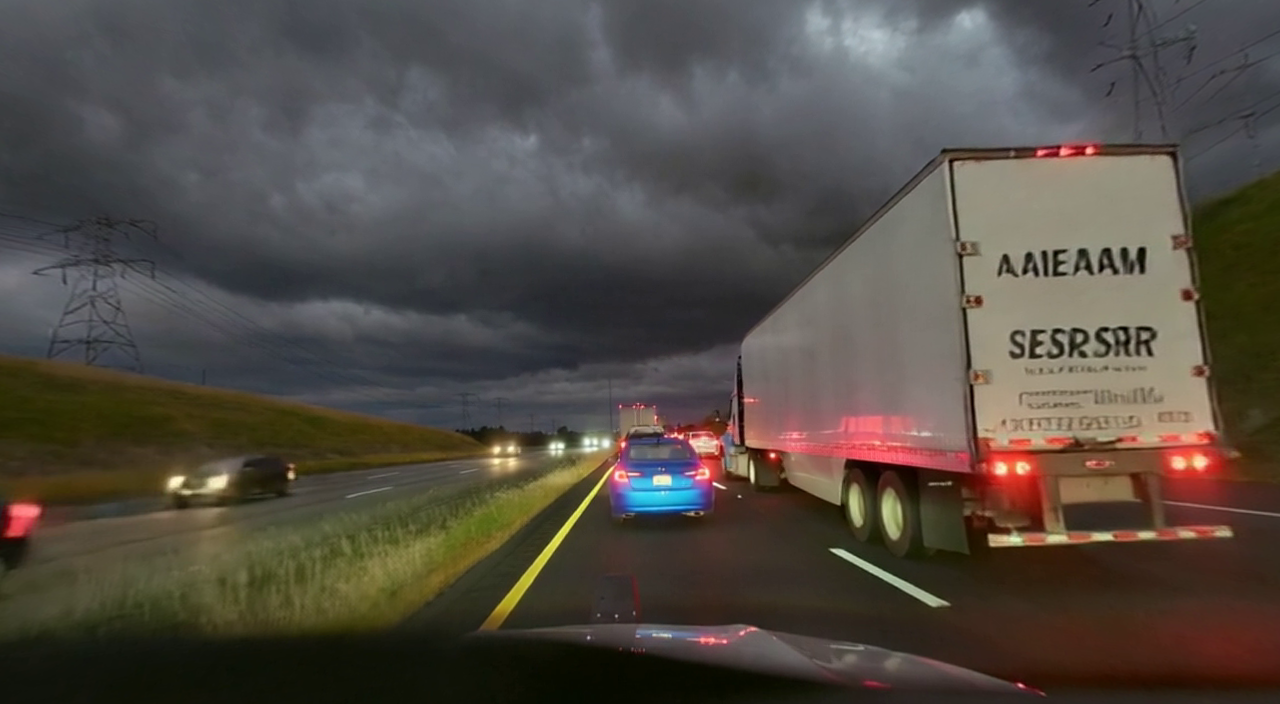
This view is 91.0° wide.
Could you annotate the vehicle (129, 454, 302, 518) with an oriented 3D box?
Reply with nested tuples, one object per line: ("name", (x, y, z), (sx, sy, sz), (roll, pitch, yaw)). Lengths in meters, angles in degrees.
("vehicle", (-11.786, 3.703, 17.938), (1.868, 1.468, 4.446), (-1, -8, 0))

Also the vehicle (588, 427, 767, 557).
("vehicle", (0.358, 1.855, 9.058), (2.045, 1.446, 3.597), (0, -8, -2))

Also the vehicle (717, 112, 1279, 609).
("vehicle", (4.198, 0.944, 12.220), (3.138, 4.065, 14.276), (0, -8, -2))
